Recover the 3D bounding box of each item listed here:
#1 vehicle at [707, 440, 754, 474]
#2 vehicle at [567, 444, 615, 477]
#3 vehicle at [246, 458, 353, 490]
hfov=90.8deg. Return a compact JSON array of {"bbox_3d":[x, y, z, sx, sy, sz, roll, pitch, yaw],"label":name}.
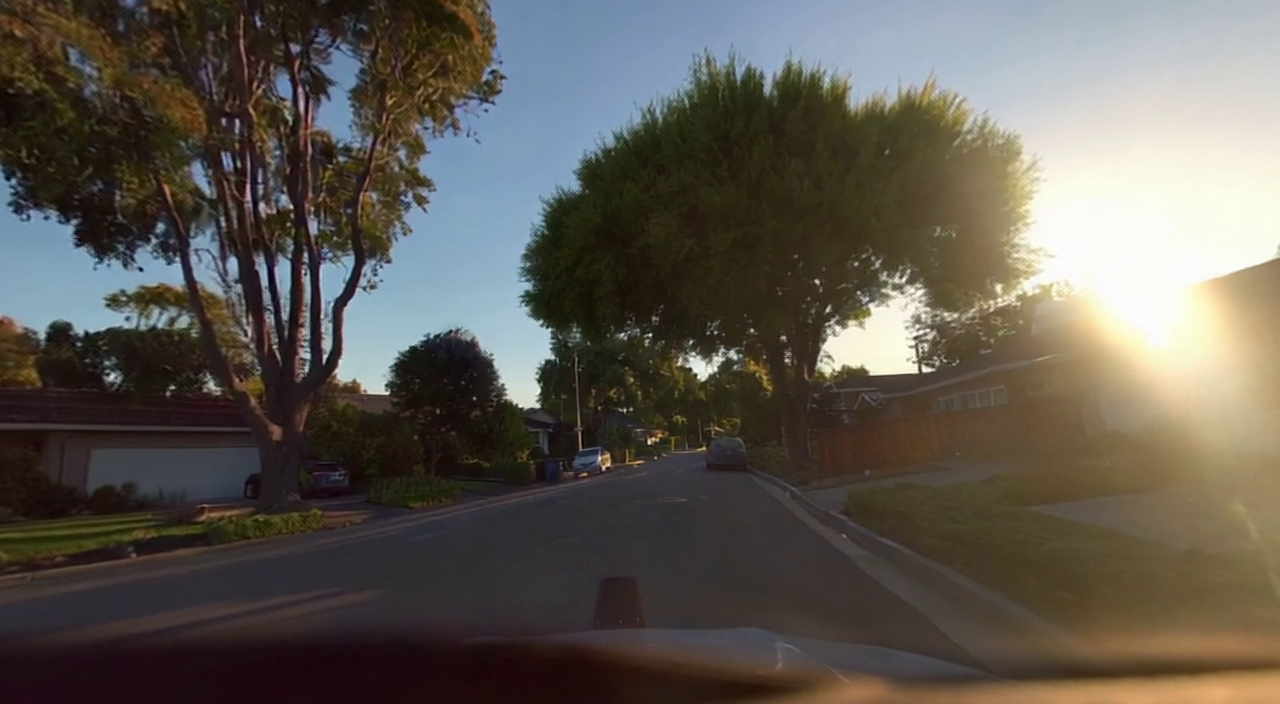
[{"bbox_3d":[4.330,5.102,30.887,2.005,1.553,3.984,0,-9,4],"label":"vehicle"},{"bbox_3d":[-3.159,7.107,41.599,2.208,1.834,4.675,-5,-9,5],"label":"vehicle"},{"bbox_3d":[-17.258,6.200,32.122,4.404,1.495,1.844,-1,-9,7],"label":"vehicle"}]
